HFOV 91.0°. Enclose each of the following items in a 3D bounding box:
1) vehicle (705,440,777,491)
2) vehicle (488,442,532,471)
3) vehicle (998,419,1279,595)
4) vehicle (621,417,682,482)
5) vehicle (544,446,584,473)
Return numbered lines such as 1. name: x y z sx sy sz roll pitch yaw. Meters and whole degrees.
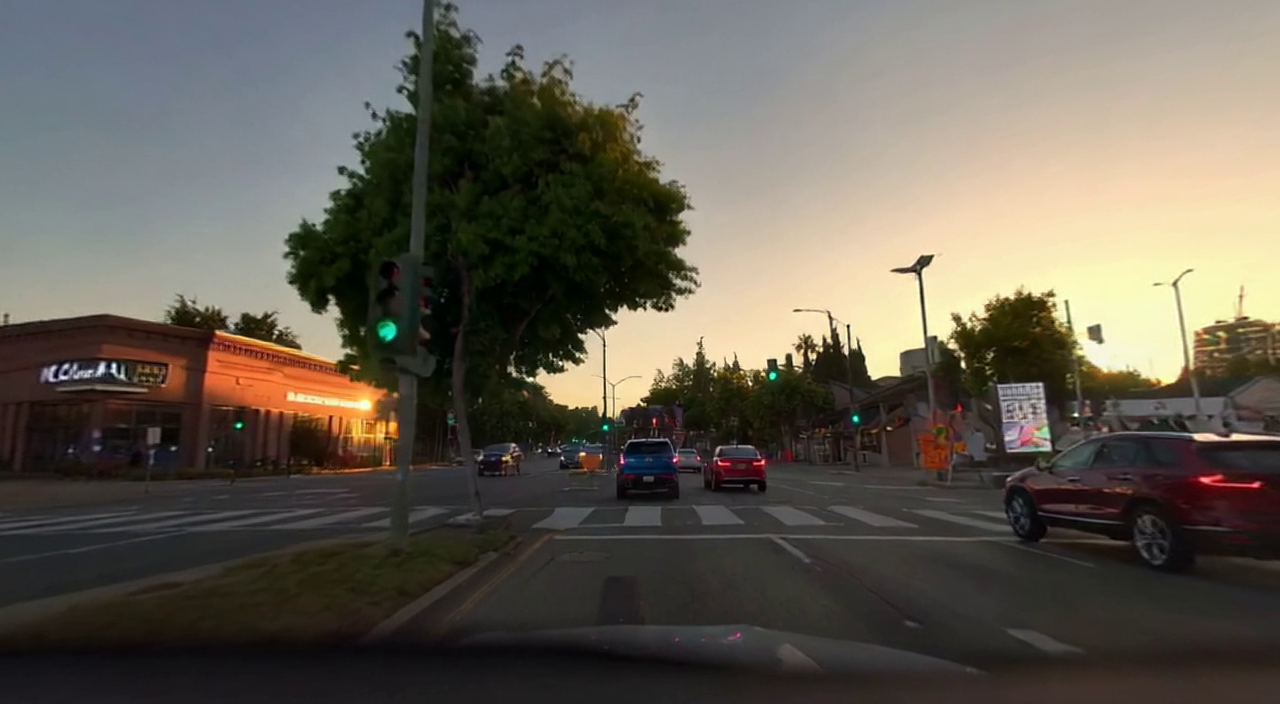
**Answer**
1. vehicle: 3.761 4.291 24.244 2.025 1.754 4.311 0 -9 0
2. vehicle: -8.804 7.113 43.046 2.020 1.864 4.634 0 -9 0
3. vehicle: 7.102 1.850 8.426 1.982 1.698 4.408 0 -9 0
4. vehicle: 0.478 4.088 26.572 2.370 2.518 3.858 0 -8 1
5. vehicle: -4.558 6.545 38.531 2.001 1.518 4.316 0 -9 -1
